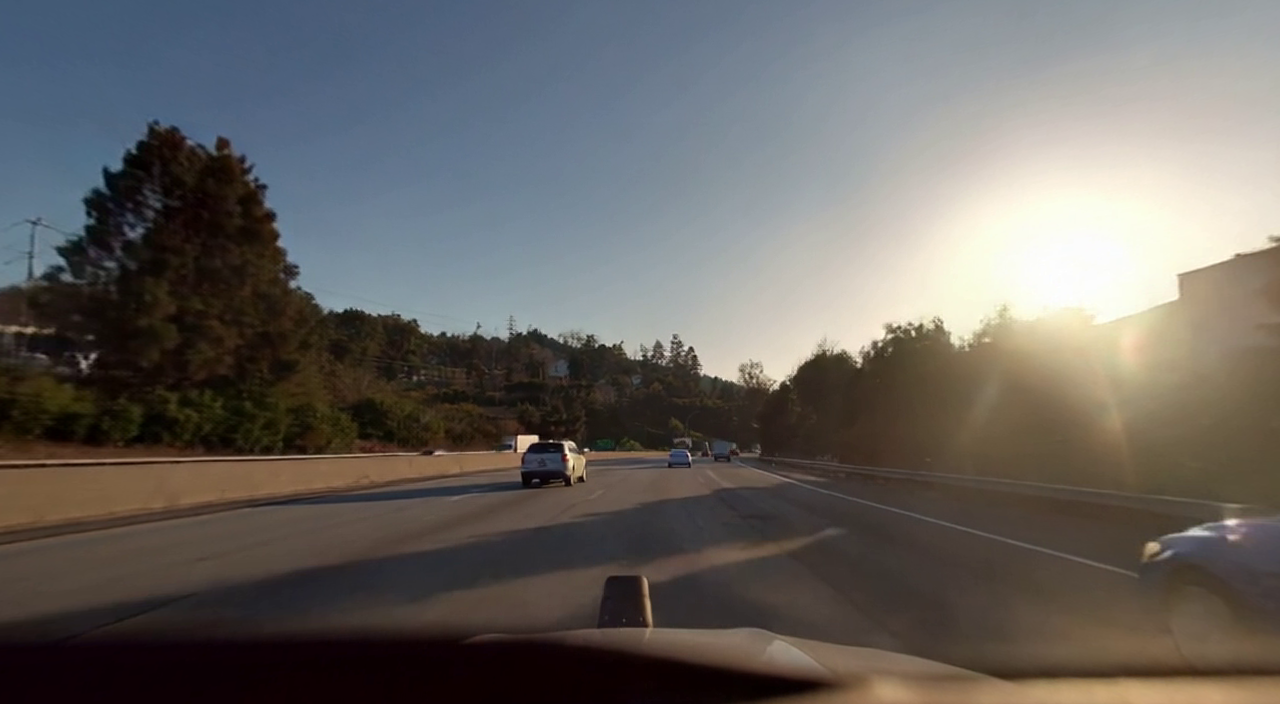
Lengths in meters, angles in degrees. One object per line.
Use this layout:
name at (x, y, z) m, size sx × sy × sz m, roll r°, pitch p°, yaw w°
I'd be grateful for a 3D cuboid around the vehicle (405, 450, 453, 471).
vehicle at (-15.056, 7.754, 45.213) m, size 1.843 × 1.446 × 3.893 m, roll -1°, pitch -9°, yaw 5°

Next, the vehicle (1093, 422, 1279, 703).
vehicle at (3.940, 0.903, 1.701) m, size 2.131 × 1.497 × 4.456 m, roll 0°, pitch -9°, yaw 0°

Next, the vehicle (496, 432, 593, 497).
vehicle at (-2.903, 3.567, 20.429) m, size 2.185 × 1.823 × 4.854 m, roll 0°, pitch -9°, yaw 2°

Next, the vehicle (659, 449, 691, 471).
vehicle at (2.459, 7.447, 43.705) m, size 2.158 × 1.458 × 3.656 m, roll -1°, pitch -9°, yaw 5°
